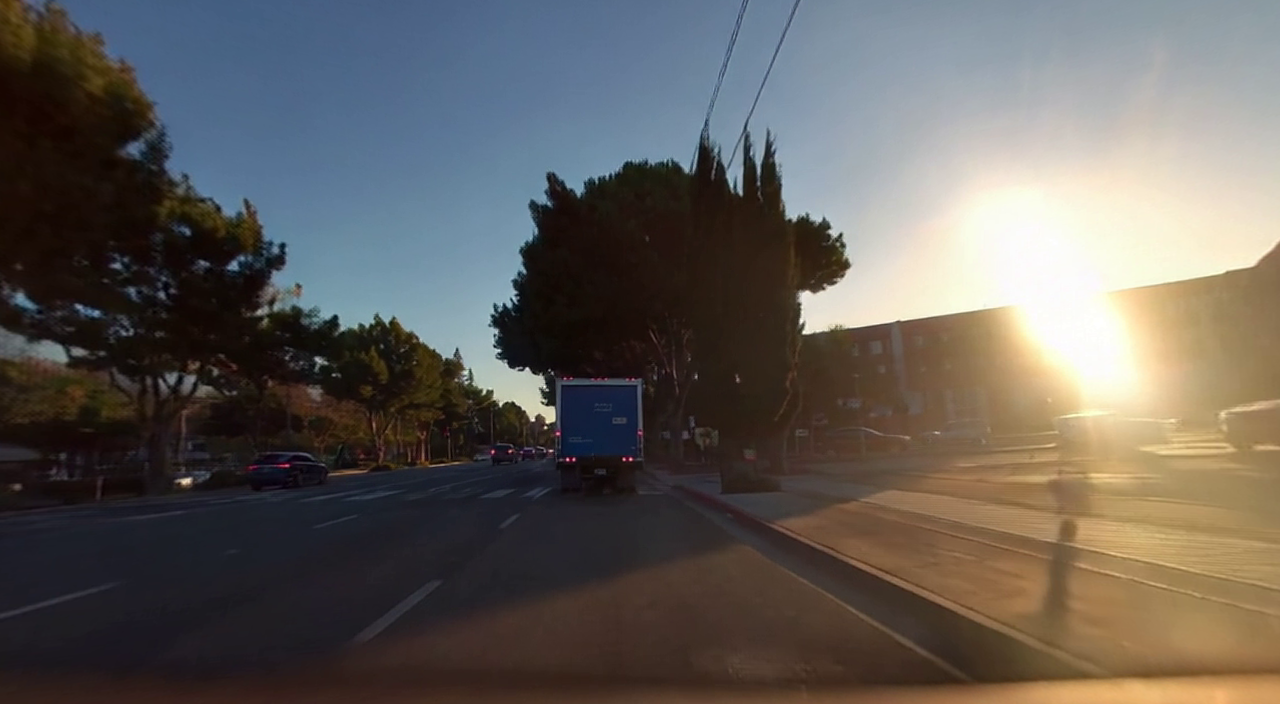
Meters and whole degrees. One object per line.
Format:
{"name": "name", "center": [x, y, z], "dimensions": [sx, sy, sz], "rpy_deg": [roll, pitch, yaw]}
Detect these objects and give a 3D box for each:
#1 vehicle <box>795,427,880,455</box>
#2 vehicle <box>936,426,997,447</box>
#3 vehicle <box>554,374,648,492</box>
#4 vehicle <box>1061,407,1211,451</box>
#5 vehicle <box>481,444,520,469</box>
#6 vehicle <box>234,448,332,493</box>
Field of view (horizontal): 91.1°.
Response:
{"name": "vehicle", "center": [11.523, 5.222, 36.813], "dimensions": [4.321, 1.579, 1.823], "rpy_deg": [1, -8, -4]}
{"name": "vehicle", "center": [23.578, 6.136, 45.401], "dimensions": [3.537, 1.393, 1.581], "rpy_deg": [1, -10, -6]}
{"name": "vehicle", "center": [-1.545, 3.182, 24.095], "dimensions": [2.905, 3.644, 8.807], "rpy_deg": [1, -9, -5]}
{"name": "vehicle", "center": [25.025, 3.908, 31.803], "dimensions": [5.850, 2.049, 2.317], "rpy_deg": [0, -8, -6]}
{"name": "vehicle", "center": [-10.330, 7.781, 46.818], "dimensions": [2.095, 1.759, 4.433], "rpy_deg": [0, -9, -3]}
{"name": "vehicle", "center": [-14.562, 4.810, 25.907], "dimensions": [1.958, 1.672, 4.283], "rpy_deg": [1, -9, -8]}
